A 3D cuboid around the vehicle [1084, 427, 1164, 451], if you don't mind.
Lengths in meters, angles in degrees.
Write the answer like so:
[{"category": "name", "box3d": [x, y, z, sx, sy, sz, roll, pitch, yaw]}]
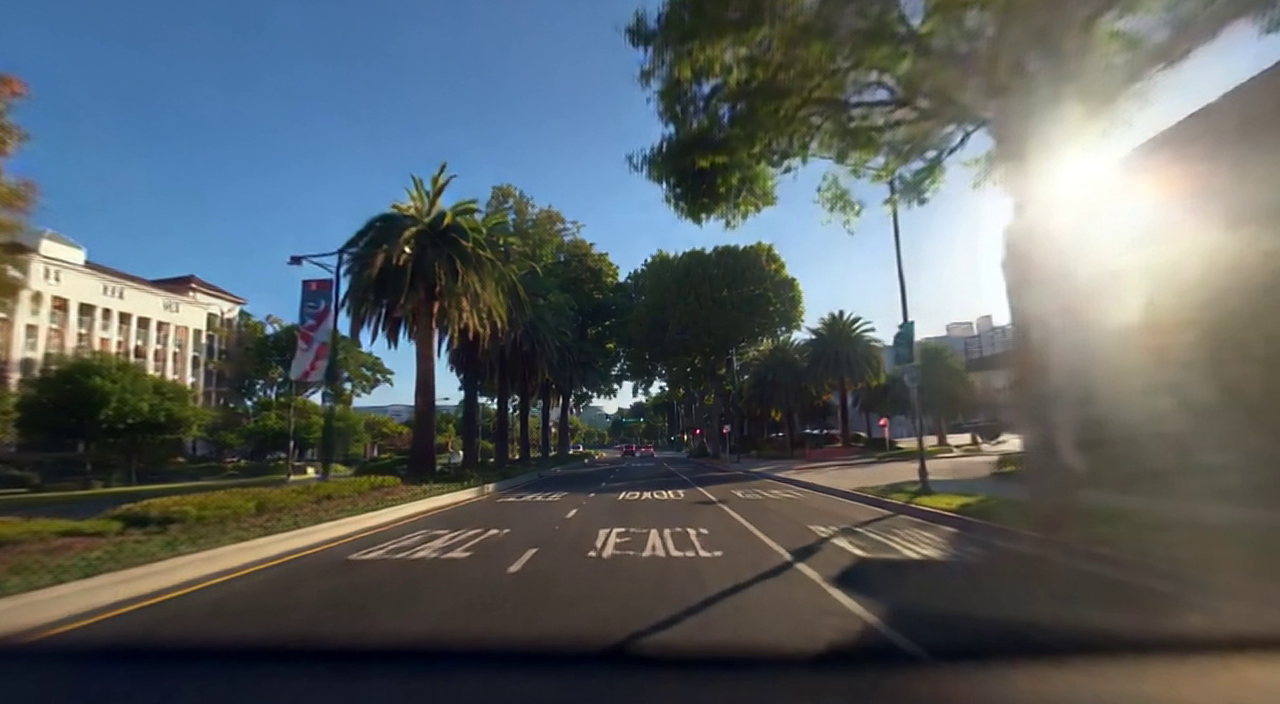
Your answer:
[{"category": "vehicle", "box3d": [34.517, 6.265, 45.161, 1.820, 1.571, 4.697, 0, -9, -3]}]
